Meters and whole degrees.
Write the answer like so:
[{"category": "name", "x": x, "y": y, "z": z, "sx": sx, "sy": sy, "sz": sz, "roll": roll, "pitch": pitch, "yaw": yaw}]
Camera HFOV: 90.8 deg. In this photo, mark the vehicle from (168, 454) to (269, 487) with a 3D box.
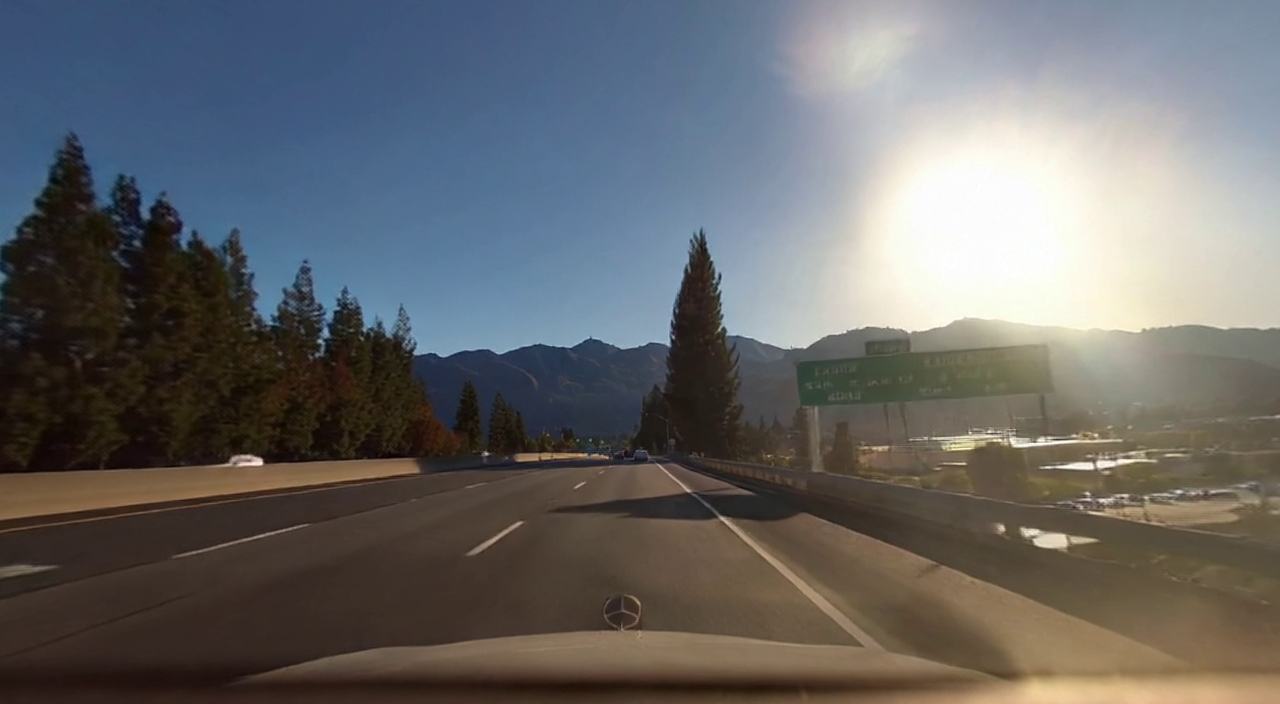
[{"category": "vehicle", "x": -21.186, "y": 5.957, "z": 32.021, "sx": 1.829, "sy": 1.493, "sz": 4.662, "roll": 0, "pitch": -9, "yaw": 1}]
